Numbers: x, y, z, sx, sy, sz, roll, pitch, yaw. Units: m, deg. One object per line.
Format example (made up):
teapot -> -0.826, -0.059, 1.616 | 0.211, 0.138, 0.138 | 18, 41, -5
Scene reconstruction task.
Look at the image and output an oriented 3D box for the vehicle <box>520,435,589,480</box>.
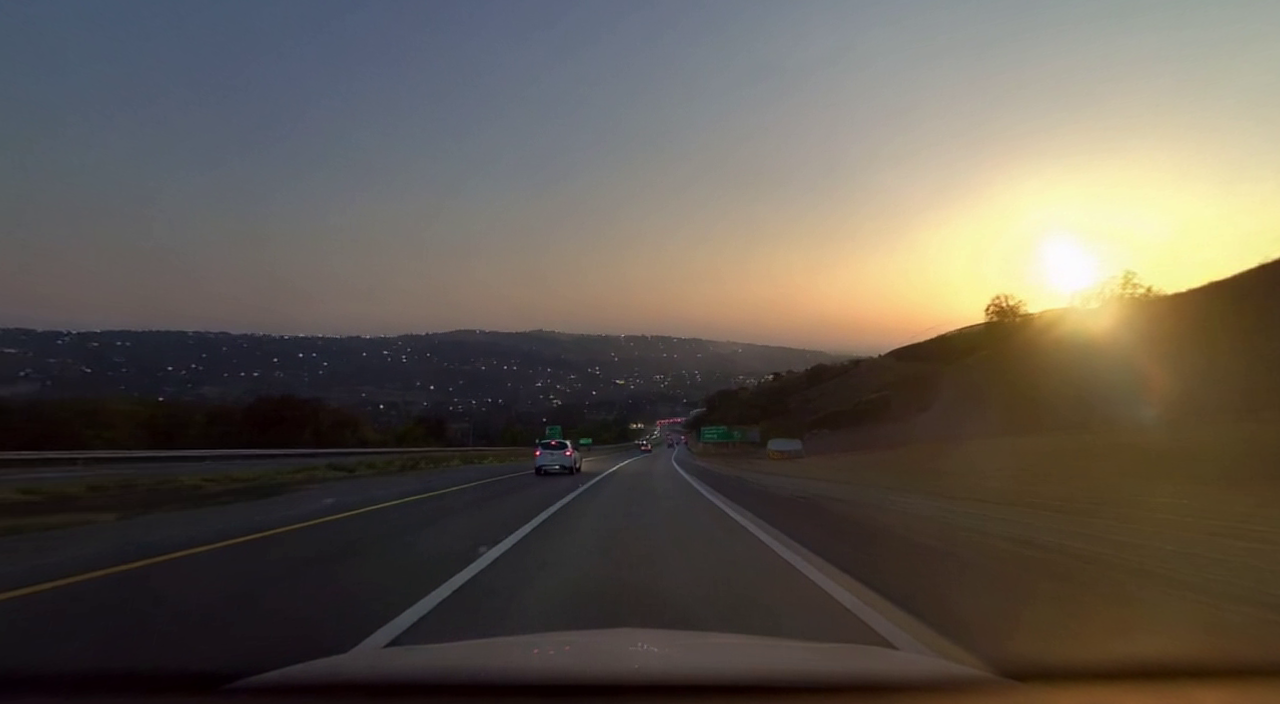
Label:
vehicle -> -3.603, 4.579, 27.566 | 2.193, 1.771, 4.757 | 0, -9, 2
